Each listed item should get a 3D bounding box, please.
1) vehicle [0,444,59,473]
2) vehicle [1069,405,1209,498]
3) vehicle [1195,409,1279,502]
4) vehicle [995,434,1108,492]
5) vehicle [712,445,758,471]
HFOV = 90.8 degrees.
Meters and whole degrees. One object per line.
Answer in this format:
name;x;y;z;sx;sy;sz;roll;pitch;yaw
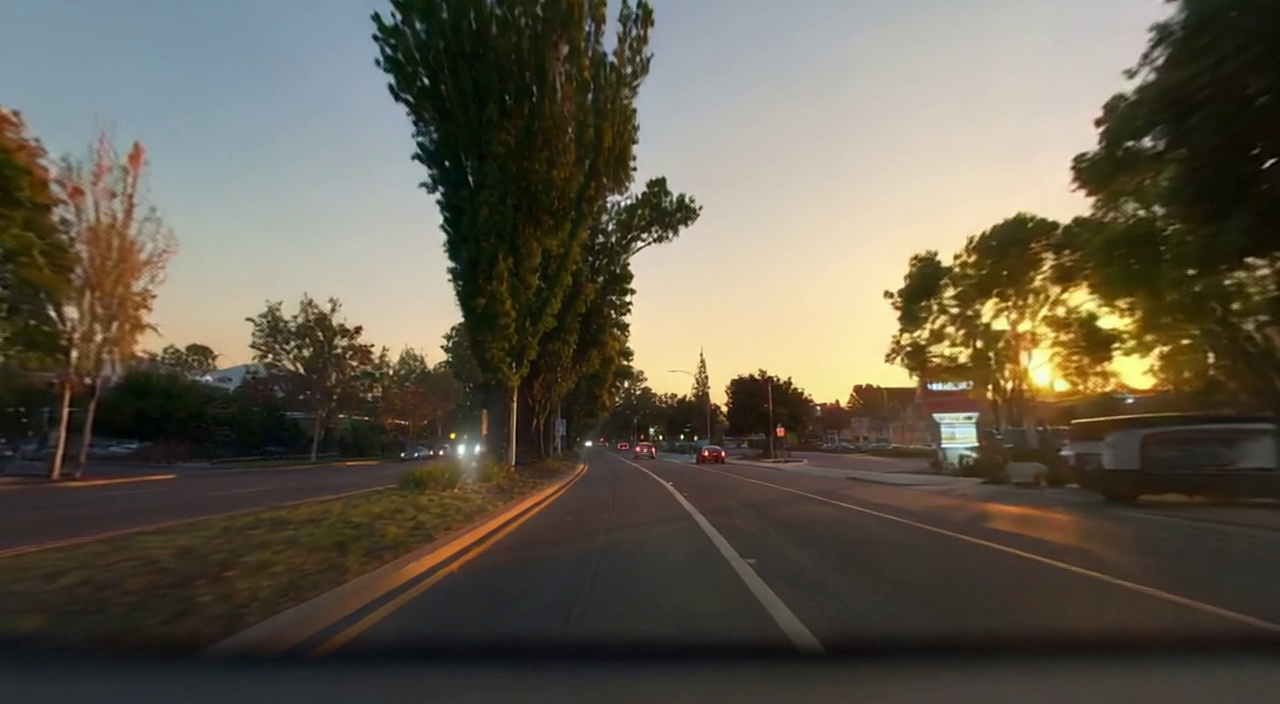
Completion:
vehicle;-31.068;5.209;30.886;3.380;1.366;1.777;1;-9;-4
vehicle;16.888;3.299;21.219;6.233;2.676;2.430;7;-11;-42
vehicle;18.911;3.158;19.217;6.051;2.447;2.293;9;-12;-43
vehicle;15.782;4.150;24.112;5.251;1.946;2.114;7;-11;-41
vehicle;5.708;6.425;38.607;1.876;1.474;4.126;1;-8;-4
